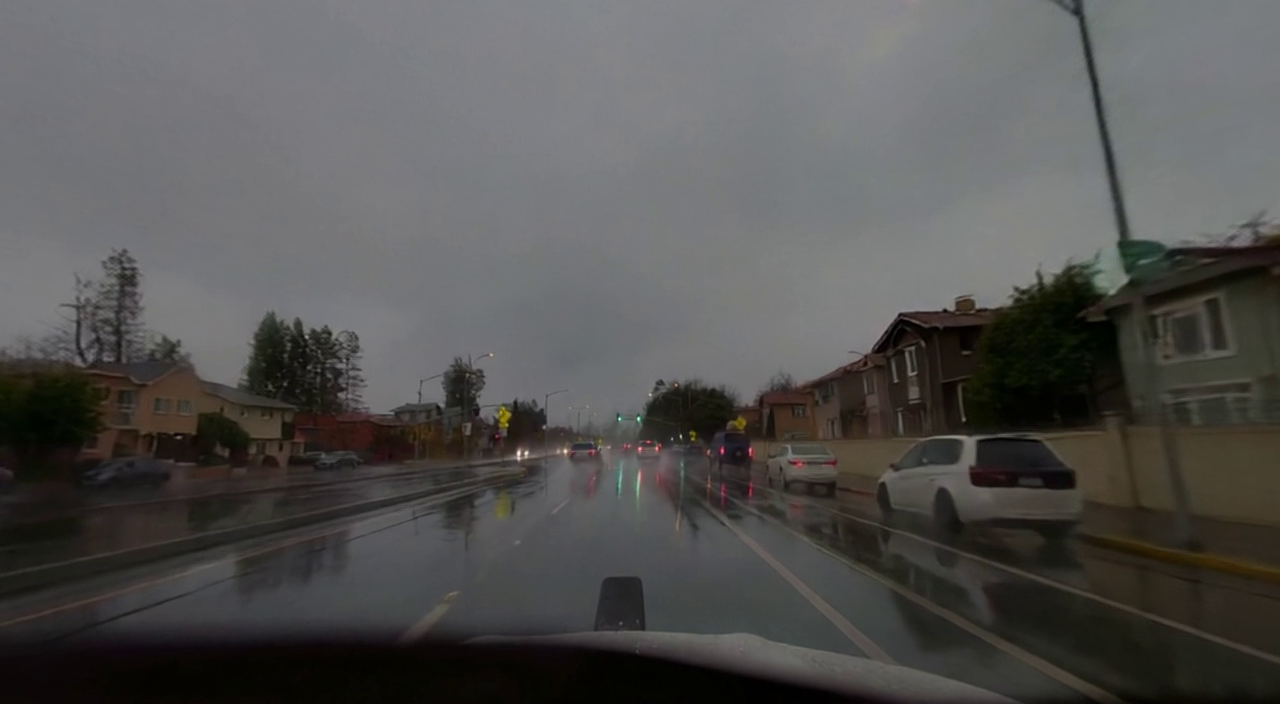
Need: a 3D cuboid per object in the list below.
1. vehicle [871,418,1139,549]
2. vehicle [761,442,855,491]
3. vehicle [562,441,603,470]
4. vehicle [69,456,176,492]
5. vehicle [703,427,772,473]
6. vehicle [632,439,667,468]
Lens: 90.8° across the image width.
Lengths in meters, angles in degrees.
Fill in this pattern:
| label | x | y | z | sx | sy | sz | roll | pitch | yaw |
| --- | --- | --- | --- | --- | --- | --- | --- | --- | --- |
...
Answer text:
| label | x | y | z | sx | sy | sz | roll | pitch | yaw |
| --- | --- | --- | --- | --- | --- | --- | --- | --- | --- |
| vehicle | 5.803 | 2.139 | 10.932 | 2.020 | 1.762 | 4.559 | 0 | -9 | 2 |
| vehicle | 5.776 | 3.979 | 22.311 | 1.910 | 1.520 | 4.375 | 0 | -9 | -3 |
| vehicle | -3.712 | 6.787 | 41.460 | 2.233 | 1.775 | 4.491 | 0 | -9 | 1 |
| vehicle | -25.603 | 6.026 | 31.453 | 1.794 | 1.595 | 4.123 | 0 | -9 | 0 |
| vehicle | 5.455 | 5.686 | 36.799 | 2.763 | 2.329 | 7.864 | -1 | -9 | 0 |
| vehicle | 0.608 | 7.072 | 44.178 | 2.273 | 1.851 | 5.075 | 0 | -9 | -1 |
